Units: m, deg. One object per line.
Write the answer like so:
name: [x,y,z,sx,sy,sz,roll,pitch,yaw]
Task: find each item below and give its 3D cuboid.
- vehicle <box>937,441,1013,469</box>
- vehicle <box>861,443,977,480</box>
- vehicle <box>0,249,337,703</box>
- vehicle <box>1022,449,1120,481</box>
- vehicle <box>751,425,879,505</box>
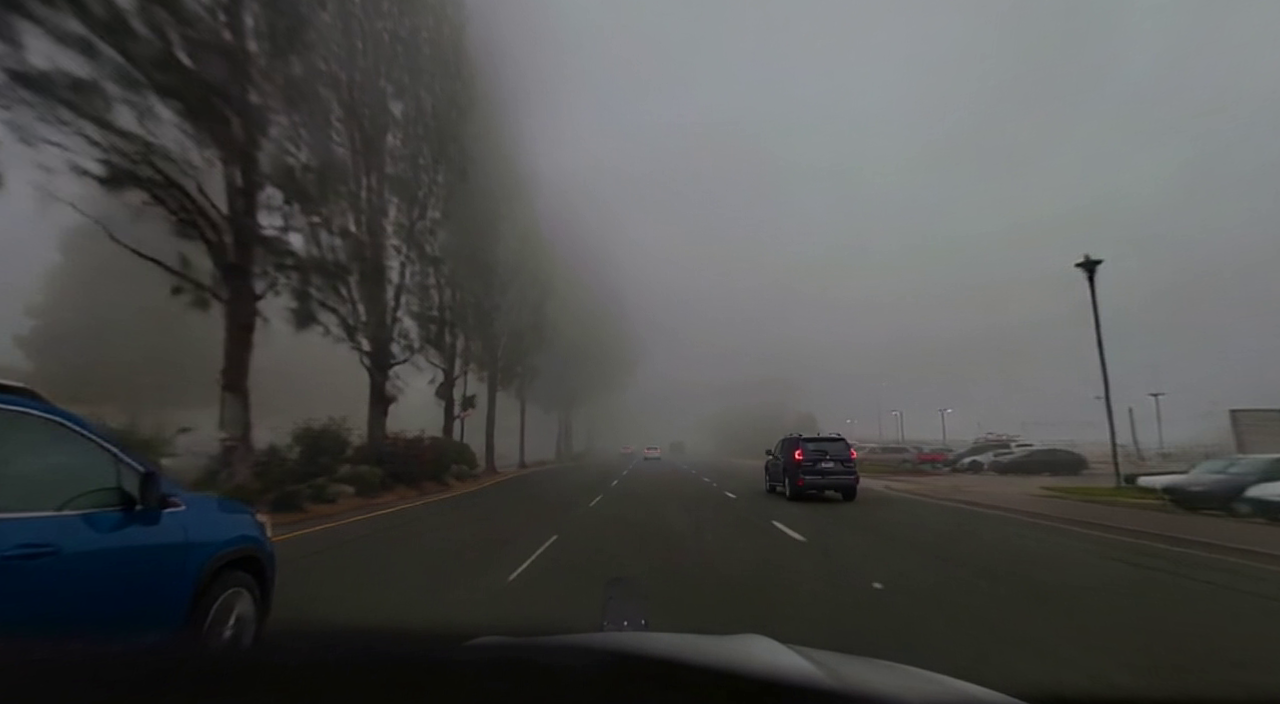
vehicle: [20.716,6.351,39.193,1.959,1.613,4.190,1,-8,-9]
vehicle: [12.111,4.763,27.598,4.217,1.522,1.755,-1,-9,4]
vehicle: [-3.241,0.589,1.838,2.210,1.925,4.838,0,-8,1]
vehicle: [21.515,5.633,31.696,1.822,1.460,4.409,0,-8,0]
vehicle: [4.300,2.848,16.294,2.024,1.773,4.431,0,-8,0]
